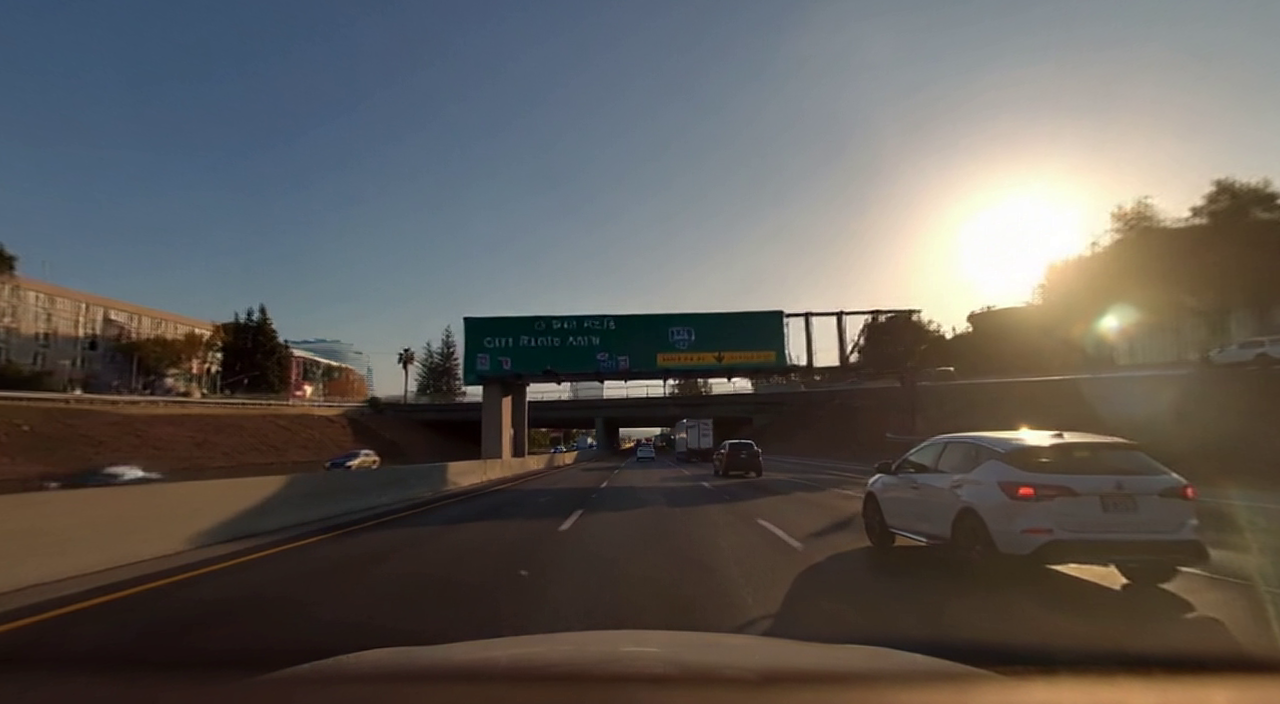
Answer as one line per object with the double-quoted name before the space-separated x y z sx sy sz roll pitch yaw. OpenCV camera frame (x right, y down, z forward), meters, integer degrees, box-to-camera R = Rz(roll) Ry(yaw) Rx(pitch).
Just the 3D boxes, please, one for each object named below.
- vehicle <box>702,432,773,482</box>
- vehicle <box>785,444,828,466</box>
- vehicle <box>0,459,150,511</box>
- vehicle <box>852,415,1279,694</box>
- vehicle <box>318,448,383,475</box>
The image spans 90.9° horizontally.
"vehicle" 3.850 4.249 25.817 2.086 1.858 4.737 0 -8 -1
"vehicle" 11.717 7.260 44.711 1.926 1.451 3.936 0 -8 -1
"vehicle" -19.393 4.439 21.487 1.894 1.499 4.357 0 -8 0
"vehicle" 3.628 1.415 5.669 1.902 1.481 4.451 0 -8 0
"vehicle" -22.525 8.515 49.353 2.242 1.896 5.776 0 -8 1
